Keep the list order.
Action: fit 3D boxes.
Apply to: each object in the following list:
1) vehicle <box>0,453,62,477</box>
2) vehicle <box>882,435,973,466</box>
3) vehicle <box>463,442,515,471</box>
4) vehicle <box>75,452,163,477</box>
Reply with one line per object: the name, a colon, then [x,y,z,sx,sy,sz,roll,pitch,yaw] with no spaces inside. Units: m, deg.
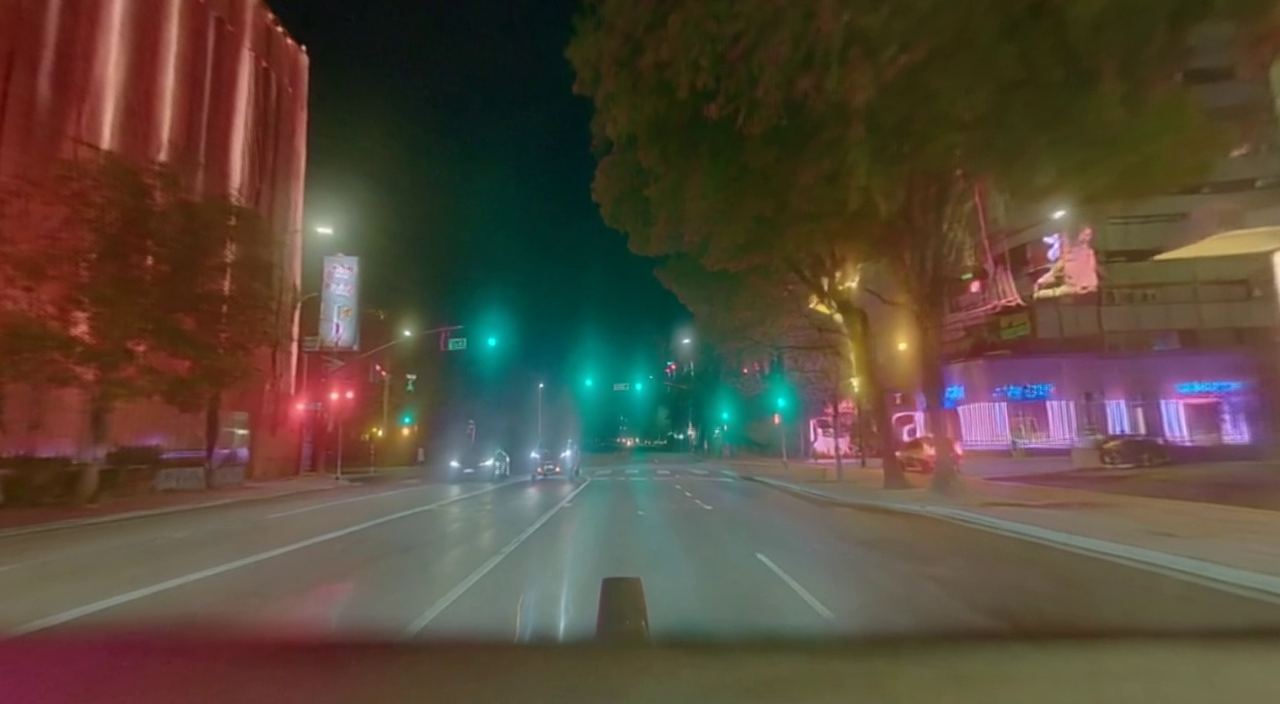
vehicle: [-42.519,7.714,43.147,4.036,1.545,1.753,0,-8,0]
vehicle: [16.662,5.729,36.719,4.299,1.679,2.011,0,-8,0]
vehicle: [-8.613,5.992,36.268,1.978,1.561,3.907,0,-8,1]
vehicle: [-32.452,6.978,39.313,3.760,1.480,1.795,0,-8,-3]
